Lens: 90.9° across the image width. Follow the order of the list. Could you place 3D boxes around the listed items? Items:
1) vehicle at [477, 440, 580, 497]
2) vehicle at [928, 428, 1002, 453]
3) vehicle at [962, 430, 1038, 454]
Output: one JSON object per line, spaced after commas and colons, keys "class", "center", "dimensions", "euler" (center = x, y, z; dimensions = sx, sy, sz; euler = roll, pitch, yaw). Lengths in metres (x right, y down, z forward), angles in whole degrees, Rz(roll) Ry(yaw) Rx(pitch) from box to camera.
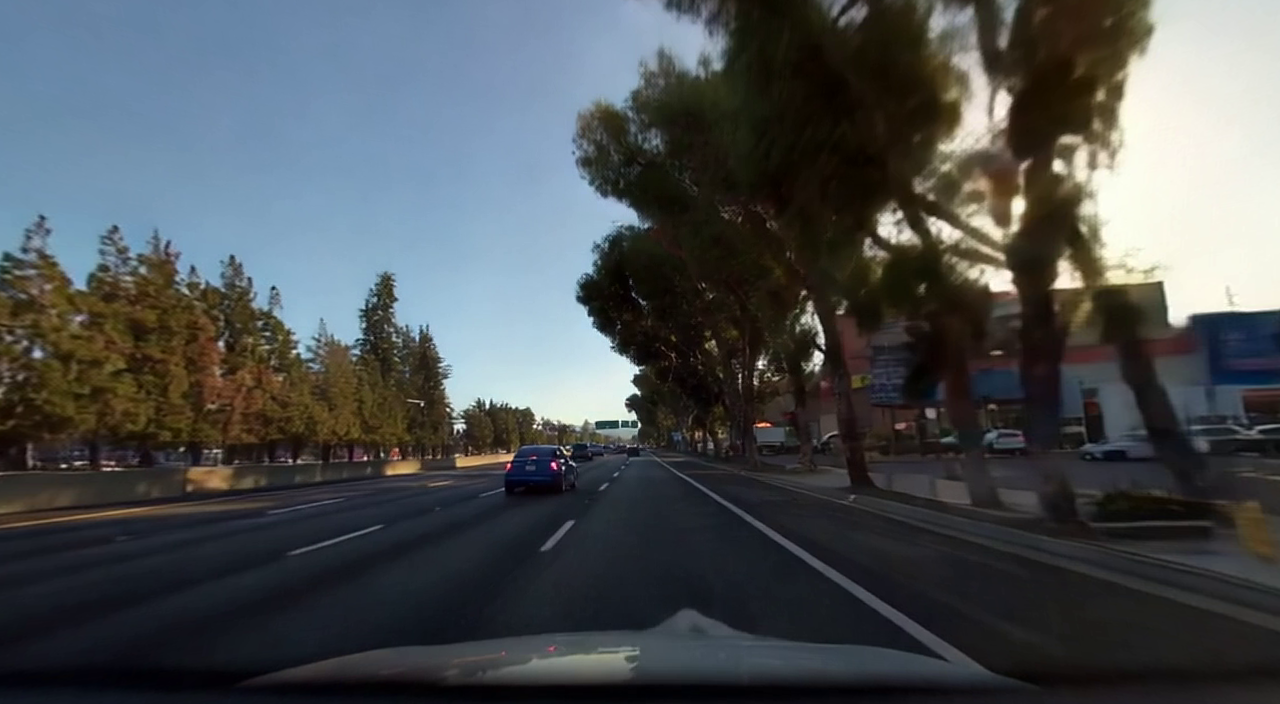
{"class": "vehicle", "center": [-3.150, 3.397, 18.796], "dimensions": [2.152, 1.479, 4.394], "euler": [0, -9, 1]}
{"class": "vehicle", "center": [25.393, 6.922, 49.317], "dimensions": [4.643, 1.852, 1.978], "euler": [0, -9, 0]}
{"class": "vehicle", "center": [25.467, 6.379, 44.639], "dimensions": [4.222, 1.450, 1.766], "euler": [-3, -8, -1]}
